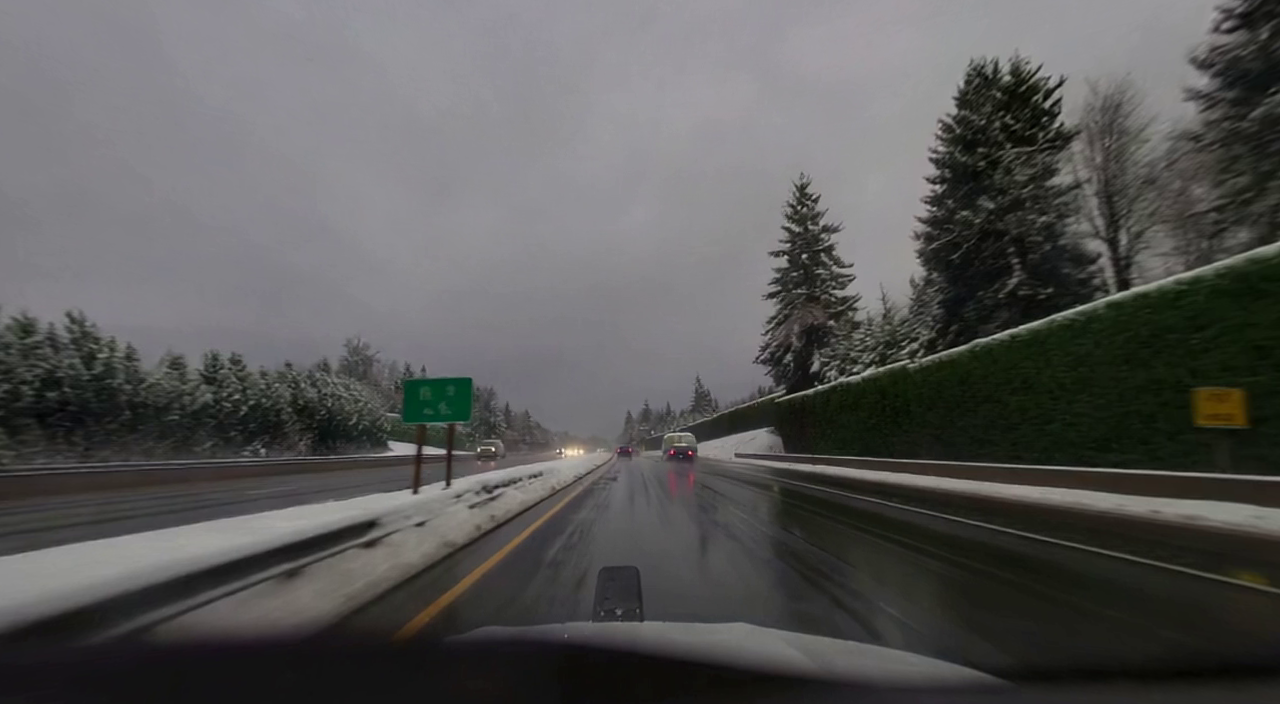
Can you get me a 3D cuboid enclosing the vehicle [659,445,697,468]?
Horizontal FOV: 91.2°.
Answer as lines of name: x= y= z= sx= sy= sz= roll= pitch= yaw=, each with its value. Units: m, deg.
vehicle: x=2.588 y=7.247 z=43.613 sx=2.244 sy=1.498 sz=4.338 roll=0 pitch=-9 yaw=-2
